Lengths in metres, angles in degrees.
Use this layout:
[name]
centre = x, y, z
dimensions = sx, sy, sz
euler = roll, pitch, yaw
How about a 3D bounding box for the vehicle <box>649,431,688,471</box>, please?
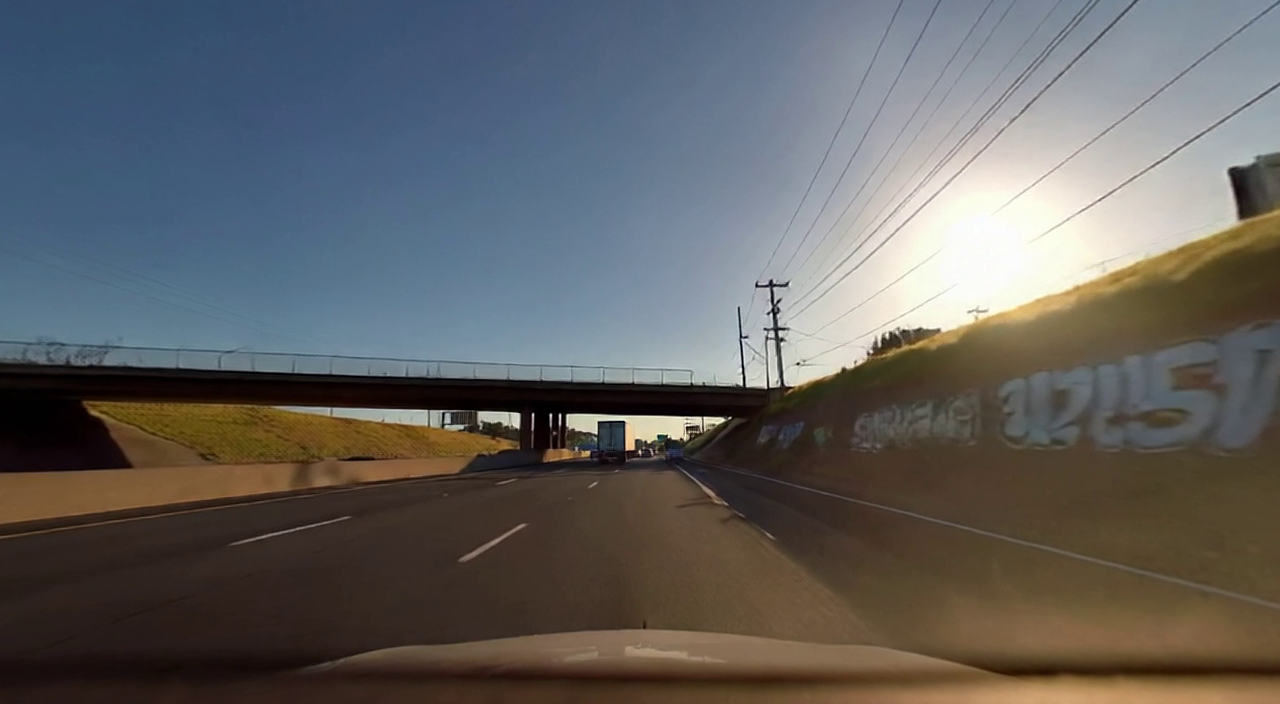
[vehicle]
centre = 1.935, 7.083, 45.084
dimensions = 2.462, 2.627, 5.799
euler = 0, -9, -1
